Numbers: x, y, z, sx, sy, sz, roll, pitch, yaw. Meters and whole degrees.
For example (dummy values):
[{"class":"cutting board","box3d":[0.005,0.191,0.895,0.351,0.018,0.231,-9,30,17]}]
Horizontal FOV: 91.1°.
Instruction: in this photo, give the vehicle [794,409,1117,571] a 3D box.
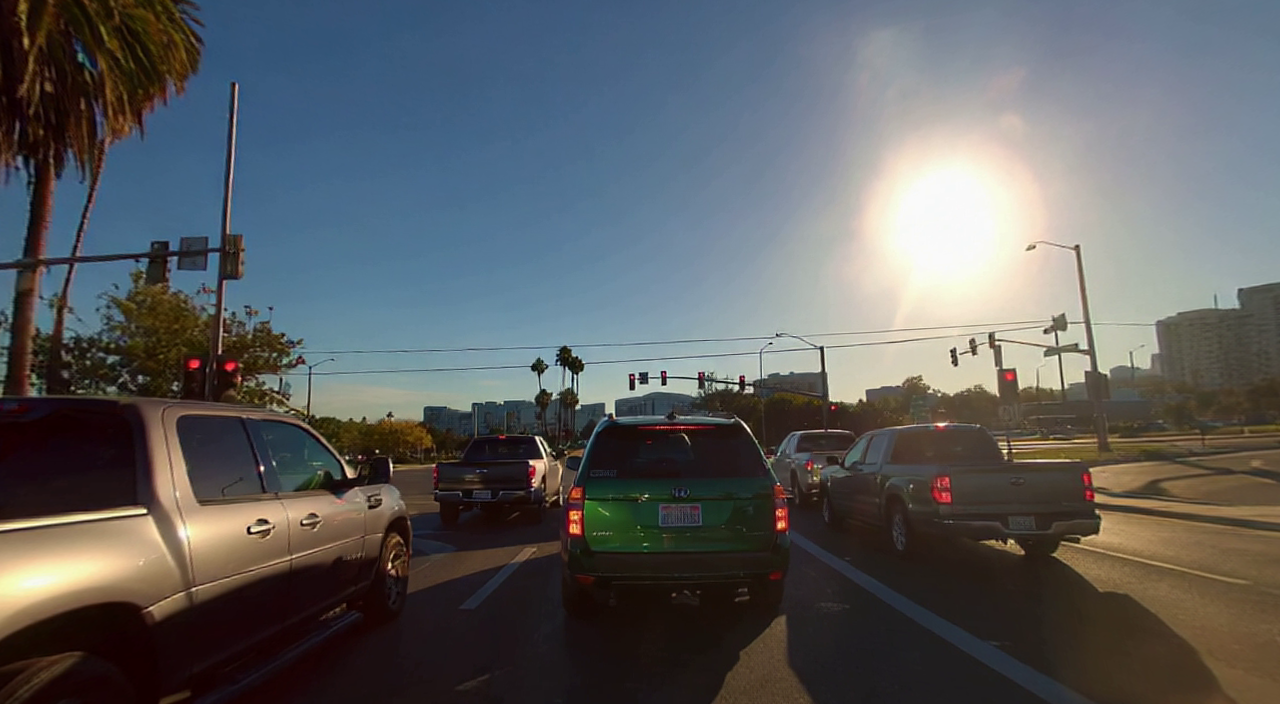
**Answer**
[{"class":"vehicle","box3d":[3.989,1.854,9.307,2.072,1.704,5.170,0,-9,0]}]

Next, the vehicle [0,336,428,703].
[{"class":"vehicle","box3d":[-3.182,1.086,3.904,2.171,1.702,4.416,0,-9,0]}]

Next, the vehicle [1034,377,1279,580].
[{"class":"vehicle","box3d":[7.313,1.337,6.857,2.337,1.925,5.728,0,-8,1]}]

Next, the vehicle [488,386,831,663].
[{"class":"vehicle","box3d":[0.151,1.374,6.043,2.123,1.704,4.128,0,-9,1]}]
